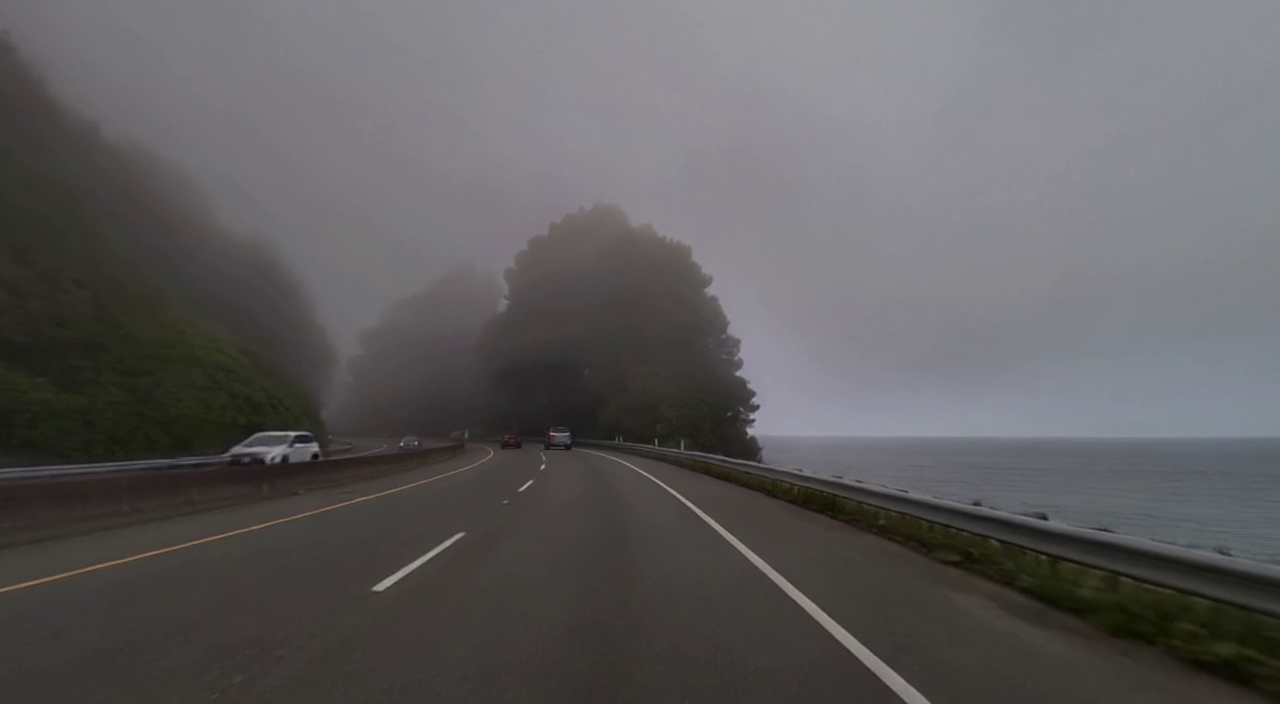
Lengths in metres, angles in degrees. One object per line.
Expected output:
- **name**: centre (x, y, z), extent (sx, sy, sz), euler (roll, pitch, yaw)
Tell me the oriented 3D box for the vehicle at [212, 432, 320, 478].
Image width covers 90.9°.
- **vehicle**: centre (-15.912, 4.394, 27.159), extent (2.276, 1.759, 4.462), euler (1, -8, -7)
